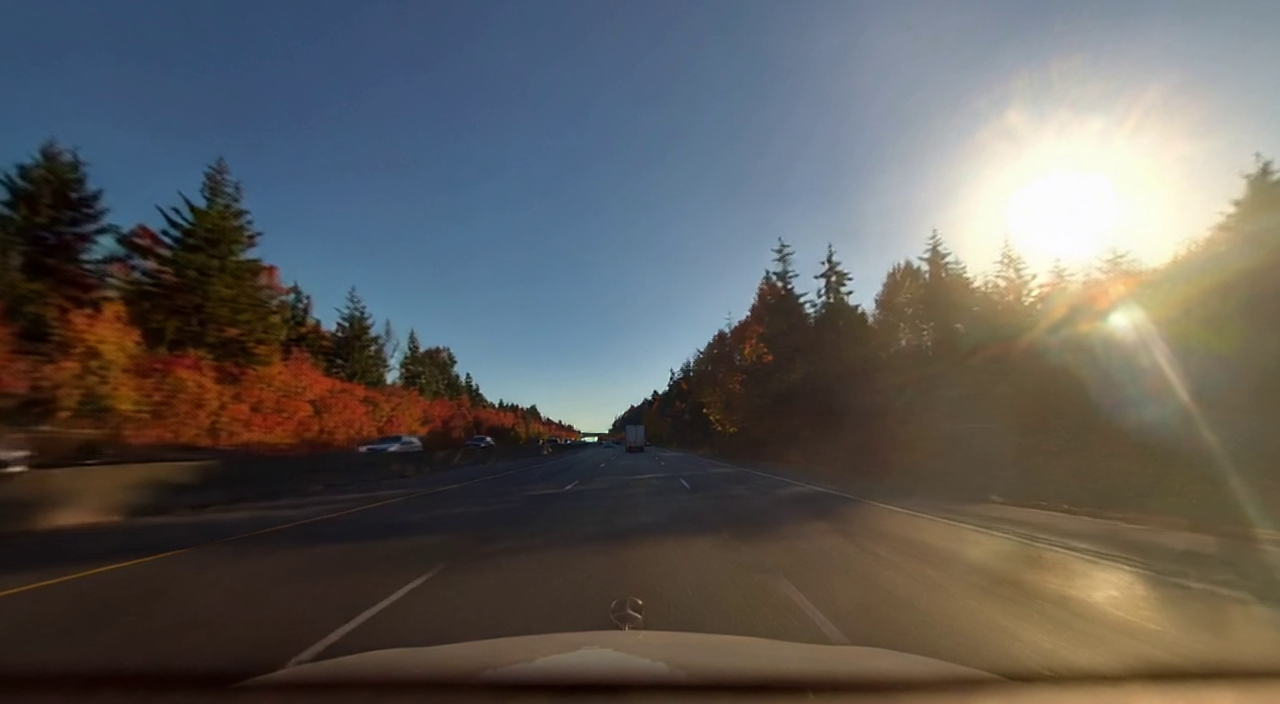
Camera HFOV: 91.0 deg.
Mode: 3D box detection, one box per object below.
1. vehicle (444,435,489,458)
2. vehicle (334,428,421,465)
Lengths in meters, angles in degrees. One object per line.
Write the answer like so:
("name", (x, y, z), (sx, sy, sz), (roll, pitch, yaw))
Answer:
("vehicle", (-11.779, 6.439, 43.072), (1.871, 1.495, 4.368), (0, -8, 0))
("vehicle", (-11.558, 4.200, 28.050), (1.969, 1.543, 4.300), (0, -8, 1))
